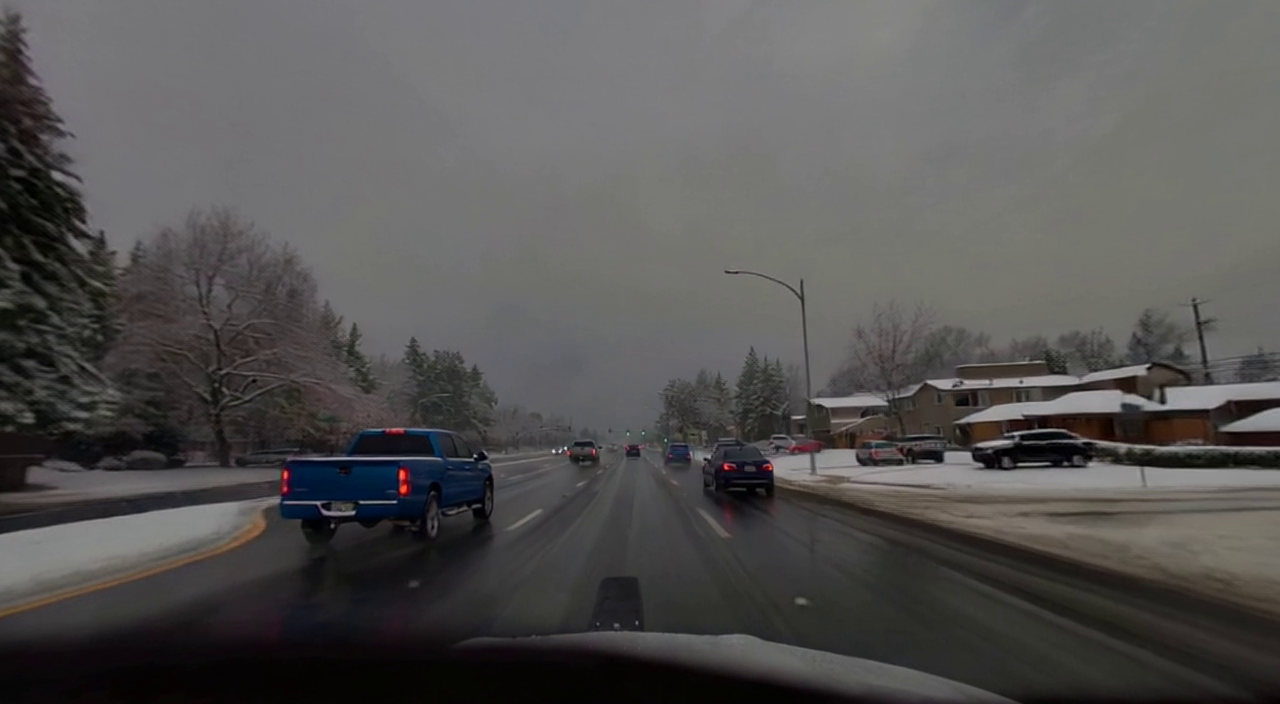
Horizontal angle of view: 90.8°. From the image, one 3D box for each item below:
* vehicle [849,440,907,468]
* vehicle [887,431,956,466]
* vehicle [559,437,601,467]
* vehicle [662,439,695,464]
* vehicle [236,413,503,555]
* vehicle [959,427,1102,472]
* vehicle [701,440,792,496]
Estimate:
[{"bbox_3d":[13.641,5.831,36.514,1.929,1.502,4.177,0,-8,3],"label":"vehicle"},{"bbox_3d":[16.244,5.650,36.697,2.040,1.784,4.533,-3,-10,3],"label":"vehicle"},{"bbox_3d":[-3.826,6.492,41.328,2.218,1.829,4.492,0,-8,1],"label":"vehicle"},{"bbox_3d":[2.985,7.752,49.459,2.099,1.845,4.363,0,-8,-3],"label":"vehicle"},{"bbox_3d":[-3.940,2.015,10.555,2.111,1.745,5.274,0,-8,0],"label":"vehicle"},{"bbox_3d":[17.090,4.266,27.888,1.991,1.806,4.902,6,-10,-39],"label":"vehicle"},{"bbox_3d":[3.029,3.381,18.887,1.884,1.463,4.195,0,-8,-1],"label":"vehicle"}]
